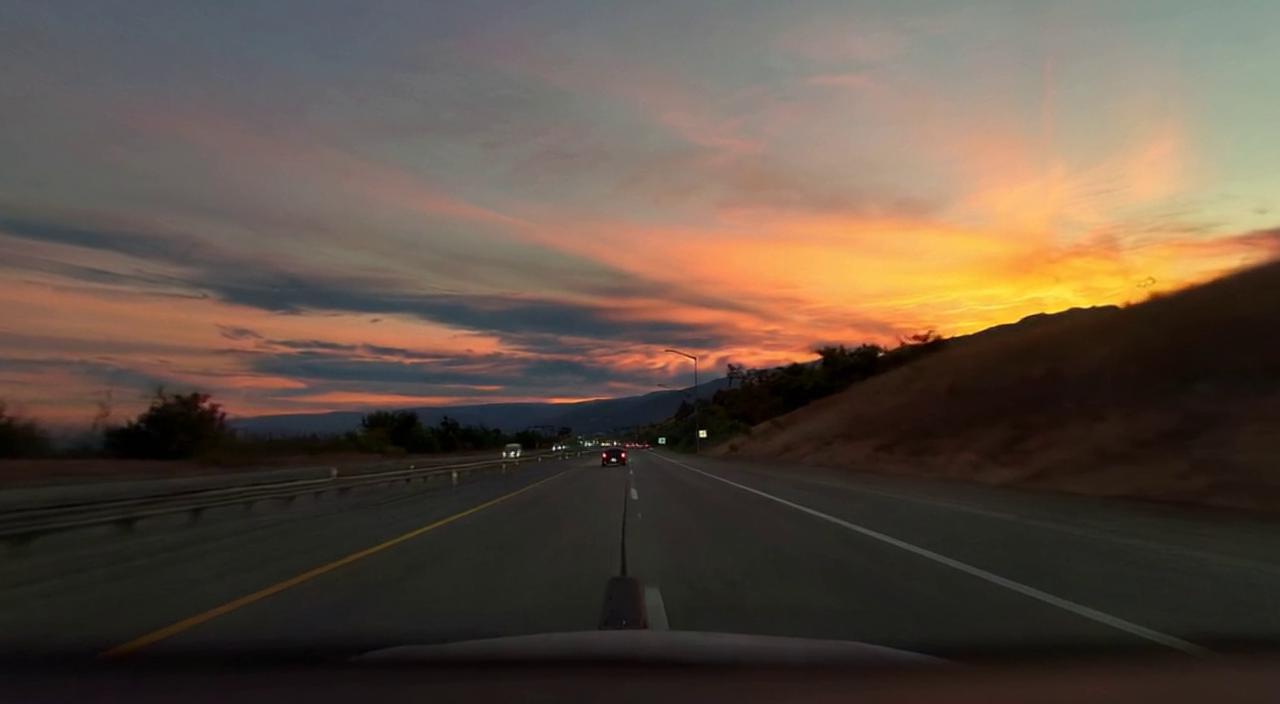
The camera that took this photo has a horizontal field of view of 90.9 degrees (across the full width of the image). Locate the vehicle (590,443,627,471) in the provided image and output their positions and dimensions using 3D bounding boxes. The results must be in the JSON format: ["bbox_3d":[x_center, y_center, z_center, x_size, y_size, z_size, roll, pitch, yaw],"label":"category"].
[{"bbox_3d":[-1.738,5.963,36.049,1.991,1.475,4.302,0,-8,-1],"label":"vehicle"}]
